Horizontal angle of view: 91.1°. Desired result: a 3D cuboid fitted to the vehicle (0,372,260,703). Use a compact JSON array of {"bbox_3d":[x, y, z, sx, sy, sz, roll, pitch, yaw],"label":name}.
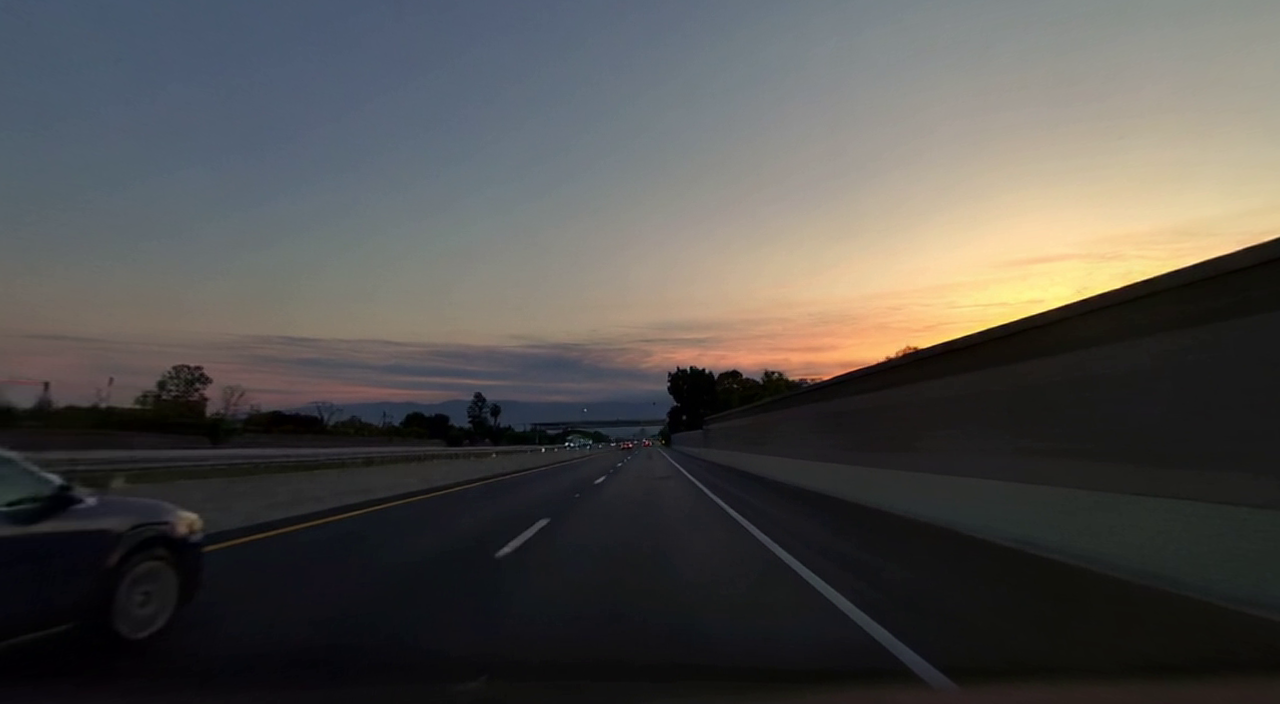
[{"bbox_3d":[-3.867,0.829,2.134,2.122,1.632,4.690,0,-8,1],"label":"vehicle"}]
